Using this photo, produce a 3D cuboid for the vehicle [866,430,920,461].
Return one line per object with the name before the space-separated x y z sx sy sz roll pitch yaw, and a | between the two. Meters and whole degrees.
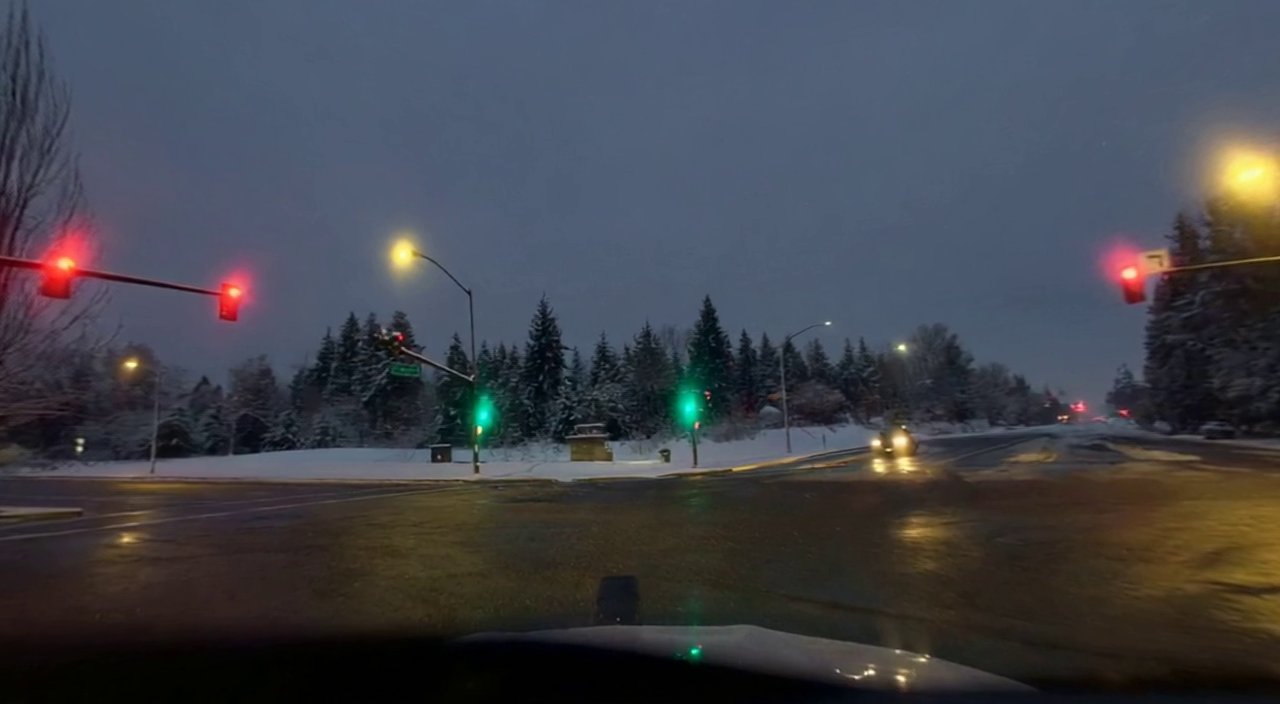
vehicle | 14.266 5.264 35.487 1.997 1.577 4.719 -5 -10 31
